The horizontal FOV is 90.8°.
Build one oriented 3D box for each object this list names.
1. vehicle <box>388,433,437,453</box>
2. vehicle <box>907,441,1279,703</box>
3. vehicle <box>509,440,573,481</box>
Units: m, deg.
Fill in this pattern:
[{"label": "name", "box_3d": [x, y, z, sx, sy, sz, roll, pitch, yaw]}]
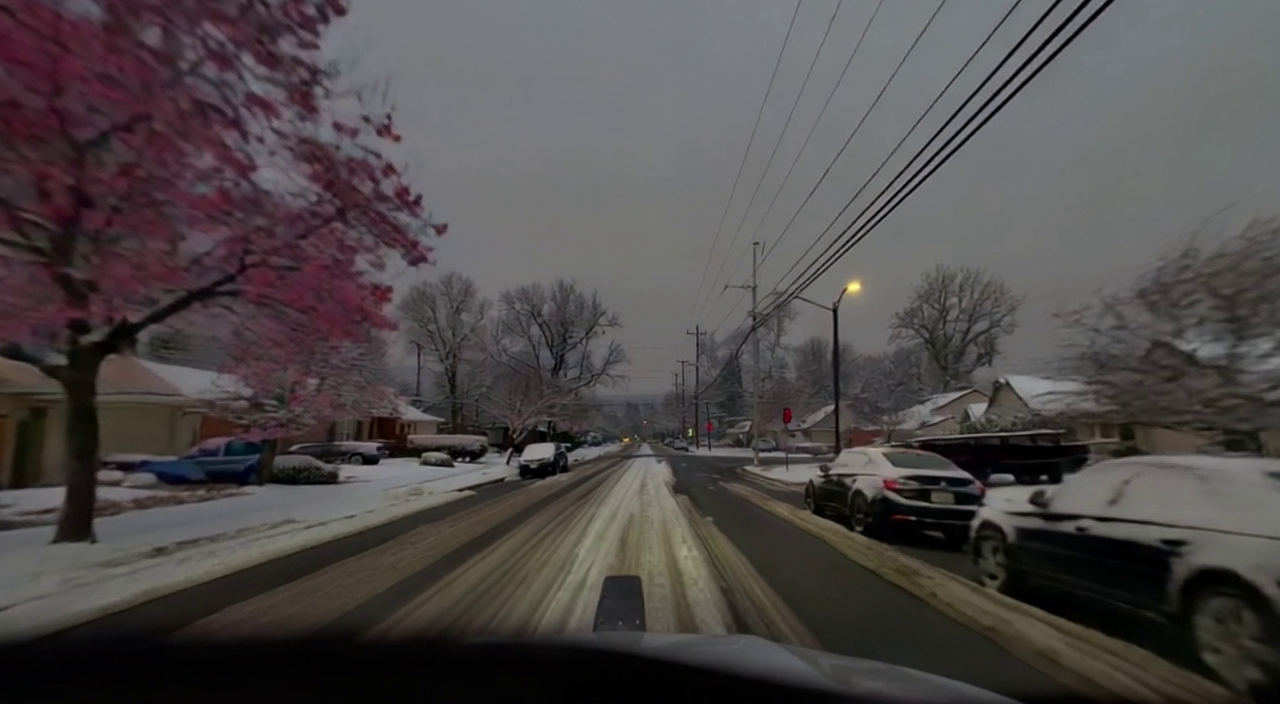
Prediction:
[{"label": "vehicle", "box_3d": [-18.015, 7.162, 49.904, 1.870, 1.492, 4.472, 8, -11, -43]}, {"label": "vehicle", "box_3d": [4.235, 1.462, 5.036, 2.006, 1.489, 4.753, 0, -8, -2]}, {"label": "vehicle", "box_3d": [-4.207, 4.653, 27.475, 1.938, 1.508, 4.481, 0, -7, 1]}]
